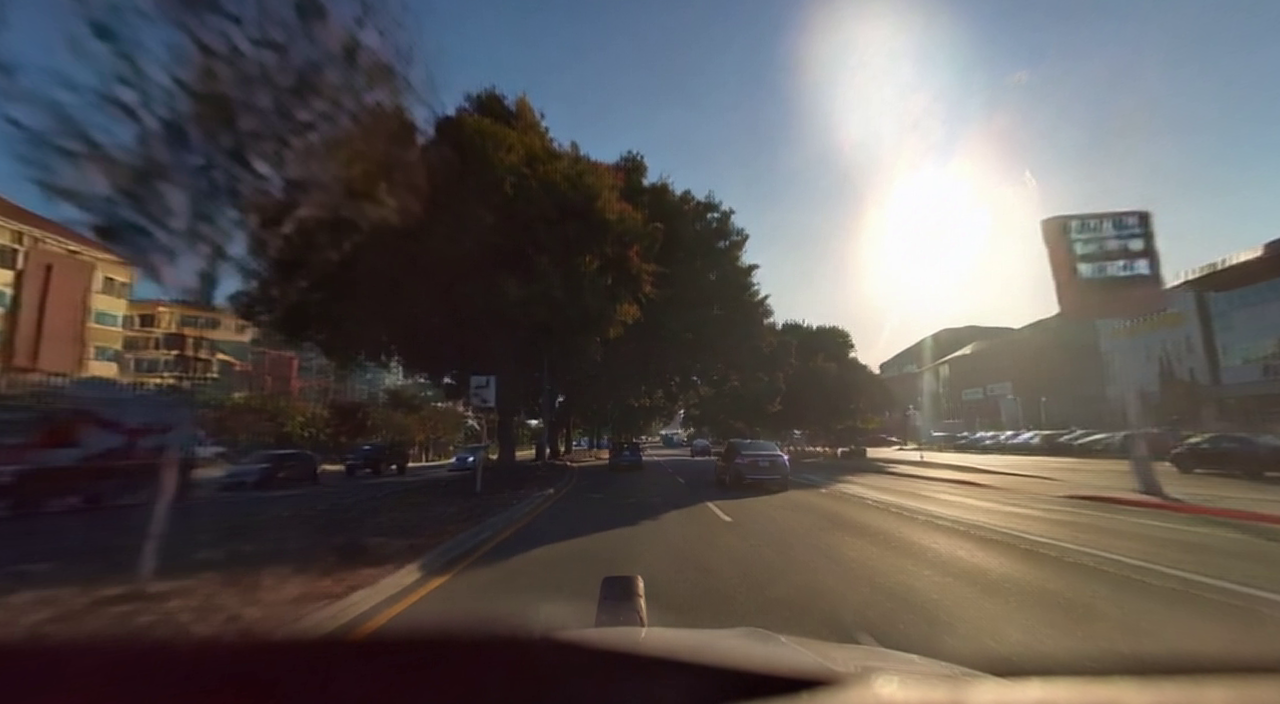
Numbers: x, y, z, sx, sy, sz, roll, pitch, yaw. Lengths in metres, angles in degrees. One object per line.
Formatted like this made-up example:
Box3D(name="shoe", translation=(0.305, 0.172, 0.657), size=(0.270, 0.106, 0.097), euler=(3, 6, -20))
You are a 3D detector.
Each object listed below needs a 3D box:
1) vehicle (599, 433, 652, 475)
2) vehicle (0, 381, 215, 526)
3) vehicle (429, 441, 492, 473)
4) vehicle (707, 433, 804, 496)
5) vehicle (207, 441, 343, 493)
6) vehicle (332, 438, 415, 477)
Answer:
Box3D(name="vehicle", translation=(-0.609, 4.389, 27.346), size=(2.101, 1.694, 3.979), euler=(0, -8, -1))
Box3D(name="vehicle", translation=(-12.410, 2.164, 13.695), size=(2.263, 2.542, 5.913), euler=(-2, -8, 0))
Box3D(name="vehicle", translation=(-8.981, 5.272, 31.964), size=(1.849, 1.506, 4.060), euler=(0, -8, 2))
Box3D(name="vehicle", translation=(3.024, 3.032, 17.345), size=(1.852, 1.498, 3.825), euler=(0, -8, -1))
Box3D(name="vehicle", translation=(-12.293, 3.856, 21.710), size=(2.048, 1.470, 4.514), euler=(-2, -8, 0))
Box3D(name="vehicle", translation=(-12.580, 4.975, 30.188), size=(2.002, 1.686, 4.477), euler=(-1, -8, 0))
